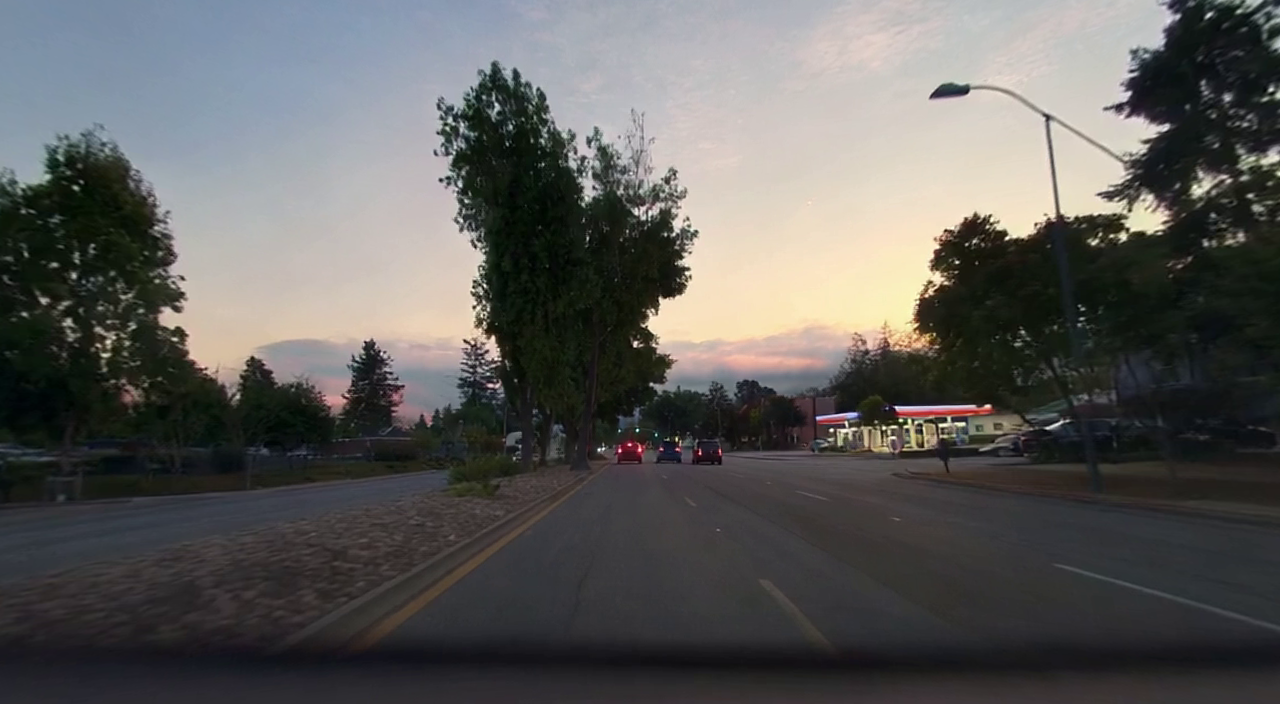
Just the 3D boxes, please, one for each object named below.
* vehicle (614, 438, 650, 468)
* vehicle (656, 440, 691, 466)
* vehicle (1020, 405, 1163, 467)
[{"bbox_3d":[-0.539,6.675,41.953,2.261,1.820,4.255,0,-9,-1],"label":"vehicle"},{"bbox_3d":[2.366,7.361,46.281,2.140,1.800,4.660,0,-9,-2],"label":"vehicle"},{"bbox_3d":[28.996,5.403,40.564,8.711,3.678,2.870,3,-9,-21],"label":"vehicle"}]
